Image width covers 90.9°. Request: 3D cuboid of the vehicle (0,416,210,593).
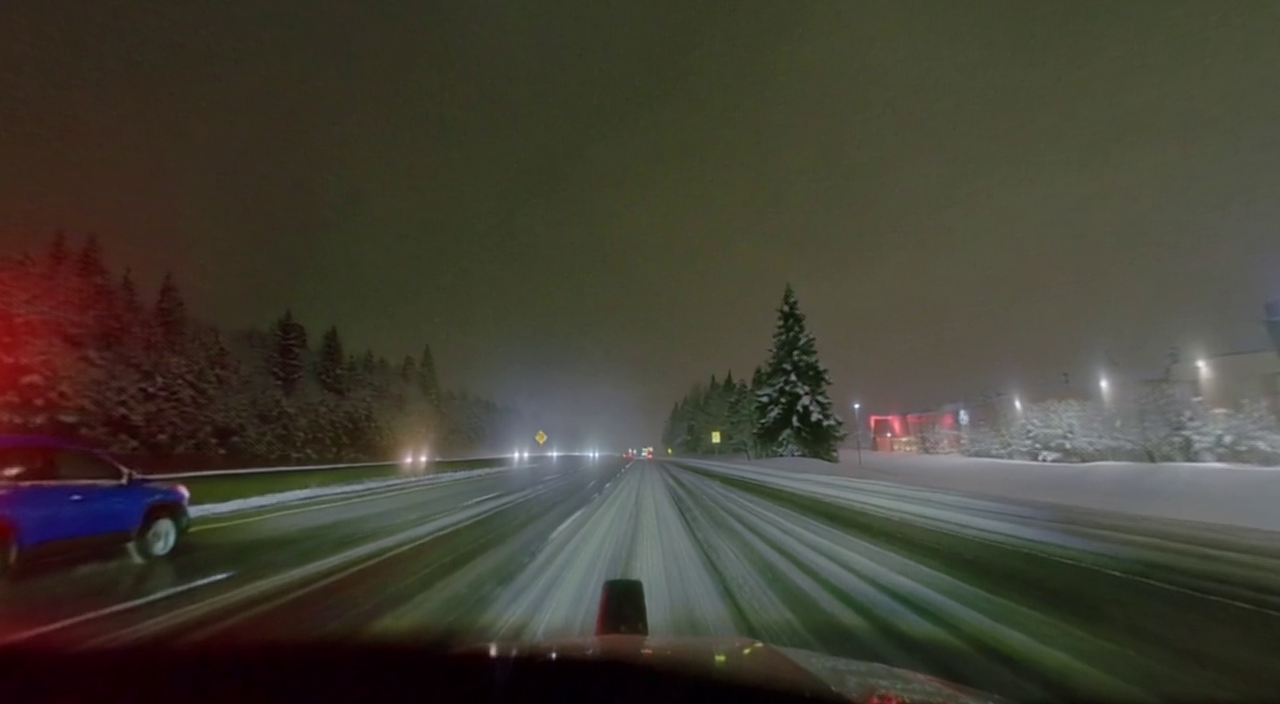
[{"bbox_3d":[-7.299,1.564,6.675,2.148,1.709,4.678,0,-8,1],"label":"vehicle"}]
